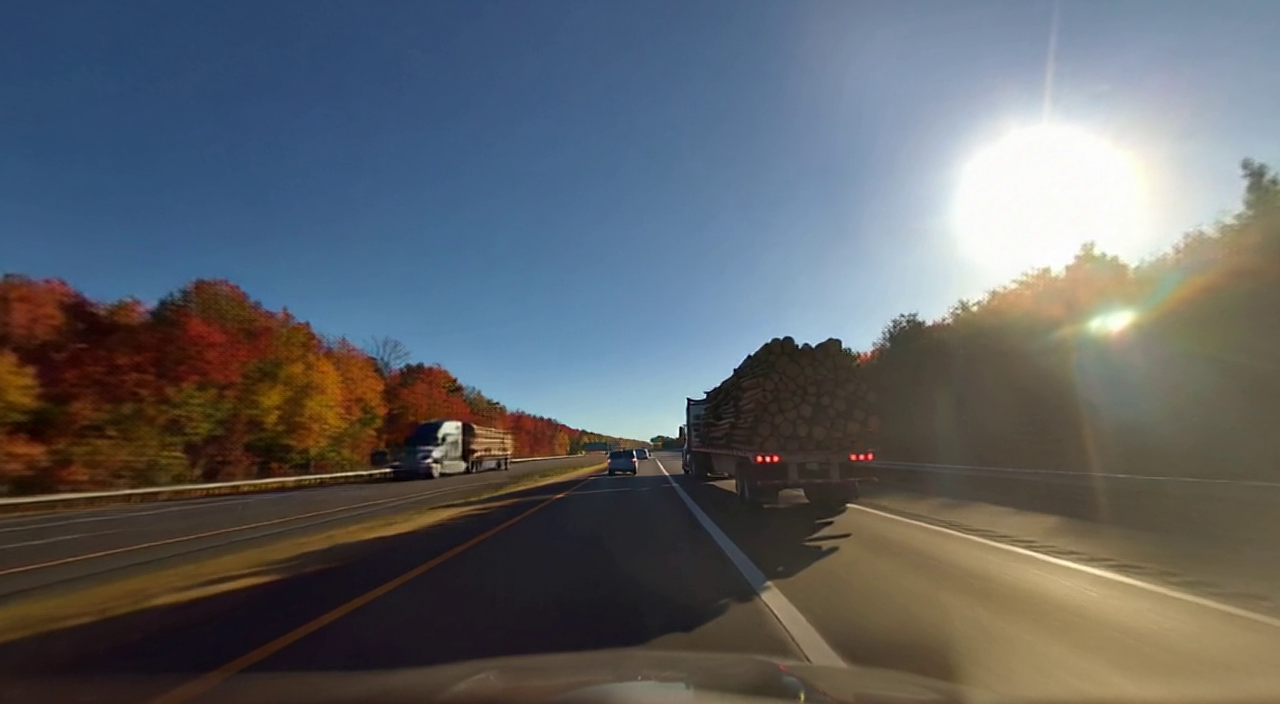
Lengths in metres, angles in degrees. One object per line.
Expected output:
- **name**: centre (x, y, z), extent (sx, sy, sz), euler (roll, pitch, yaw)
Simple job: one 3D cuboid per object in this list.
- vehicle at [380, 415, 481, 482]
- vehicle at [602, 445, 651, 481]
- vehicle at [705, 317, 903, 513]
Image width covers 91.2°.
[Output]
- **vehicle**: centre (-13.815, 6.580, 42.674), extent (2.968, 3.947, 10.444), euler (-1, -9, 2)
- **vehicle**: centre (-0.546, 5.125, 29.087), extent (2.099, 1.506, 4.097), euler (-1, -9, 1)
- **vehicle**: centre (3.697, 1.871, 16.791), extent (3.004, 3.923, 8.363), euler (-1, -9, 0)
